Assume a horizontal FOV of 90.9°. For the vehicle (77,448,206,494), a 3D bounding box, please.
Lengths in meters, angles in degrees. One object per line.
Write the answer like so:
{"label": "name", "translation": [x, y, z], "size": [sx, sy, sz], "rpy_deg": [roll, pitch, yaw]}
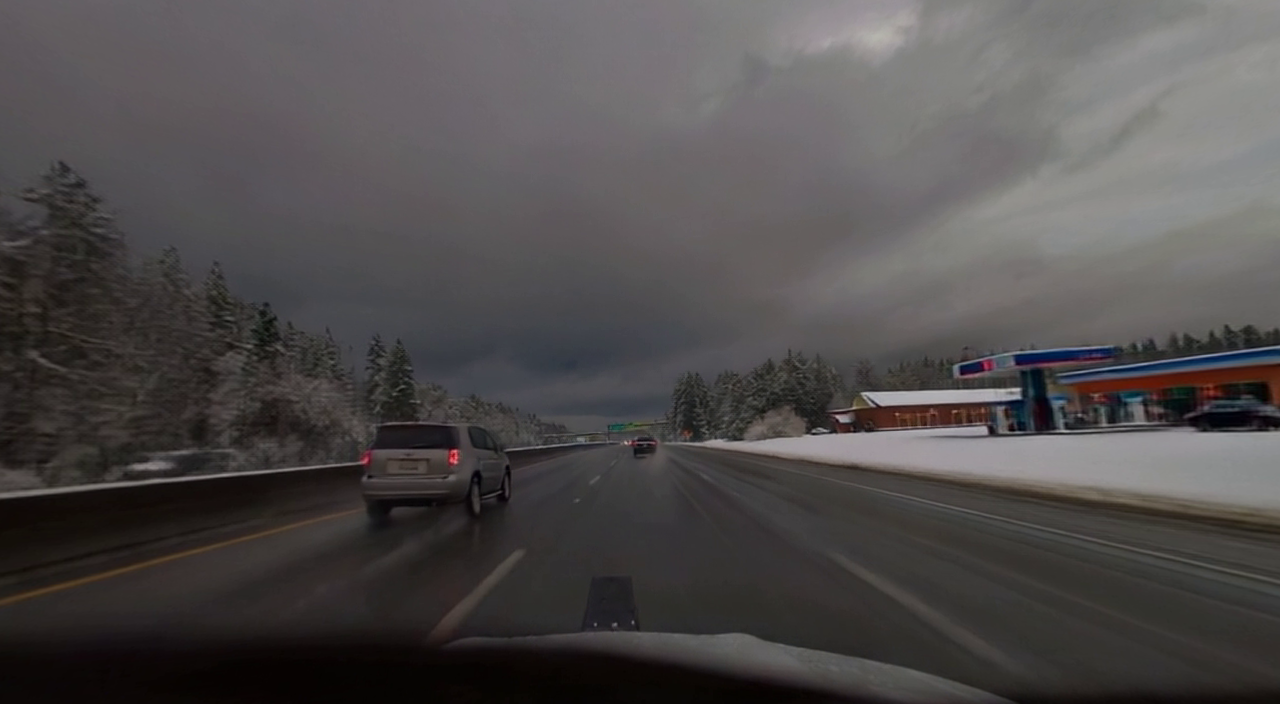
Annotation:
{"label": "vehicle", "translation": [-19.561, 4.631, 24.972], "size": [1.768, 1.587, 4.096], "rpy_deg": [0, -7, -1]}

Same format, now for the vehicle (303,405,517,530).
{"label": "vehicle", "translation": [-3.660, 1.907, 11.090], "size": [2.061, 1.732, 4.457], "rpy_deg": [0, -8, 0]}

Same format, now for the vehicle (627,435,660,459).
{"label": "vehicle", "translation": [0.194, 6.538, 43.780], "size": [2.151, 1.550, 4.694], "rpy_deg": [0, -8, -1]}
